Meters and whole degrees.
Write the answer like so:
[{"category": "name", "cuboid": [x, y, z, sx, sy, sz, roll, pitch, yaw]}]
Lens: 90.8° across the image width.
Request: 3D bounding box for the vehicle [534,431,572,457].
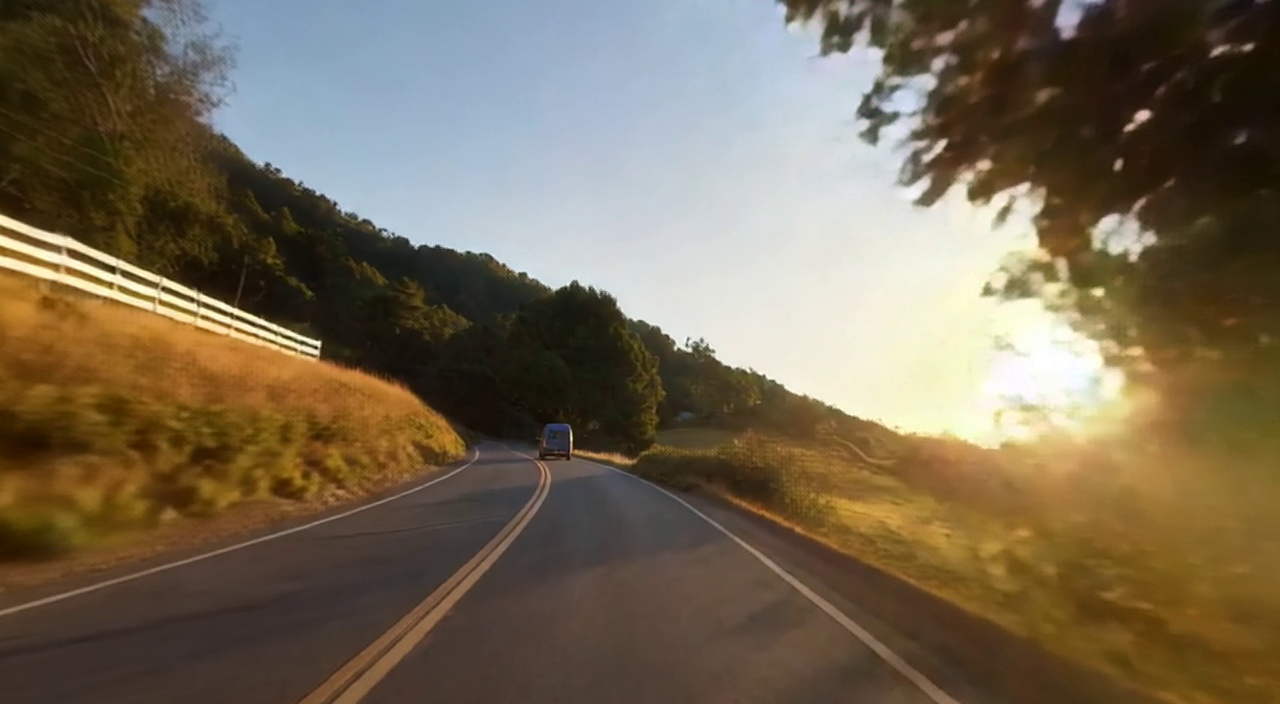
[{"category": "vehicle", "cuboid": [-6.762, 7.096, 48.659, 2.439, 1.912, 5.605, 2, -9, -12]}]
